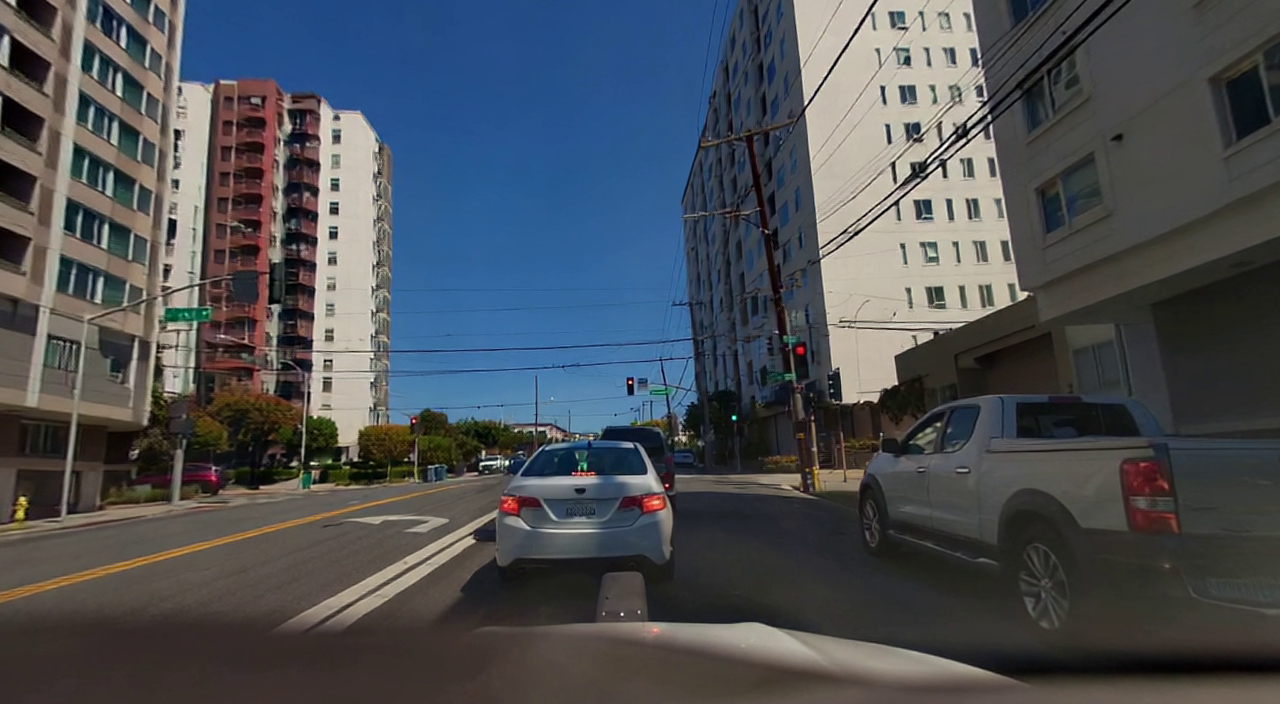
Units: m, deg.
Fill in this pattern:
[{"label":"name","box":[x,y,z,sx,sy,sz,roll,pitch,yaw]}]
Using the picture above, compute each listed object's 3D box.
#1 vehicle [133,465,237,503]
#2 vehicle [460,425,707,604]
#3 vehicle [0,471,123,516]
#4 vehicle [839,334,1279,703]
[{"label":"vehicle","box":[-25.386,7.371,35.346,4.337,1.739,1.981,-5,-11,1]},{"label":"vehicle","box":[-0.490,1.642,7.311,2.019,1.453,4.129,0,-8,-1]},{"label":"vehicle","box":[-24.780,6.032,26.975,3.891,1.538,1.698,-5,-11,0]},{"label":"vehicle","box":[3.820,1.230,5.912,2.248,1.945,5.011,0,-8,0]}]
